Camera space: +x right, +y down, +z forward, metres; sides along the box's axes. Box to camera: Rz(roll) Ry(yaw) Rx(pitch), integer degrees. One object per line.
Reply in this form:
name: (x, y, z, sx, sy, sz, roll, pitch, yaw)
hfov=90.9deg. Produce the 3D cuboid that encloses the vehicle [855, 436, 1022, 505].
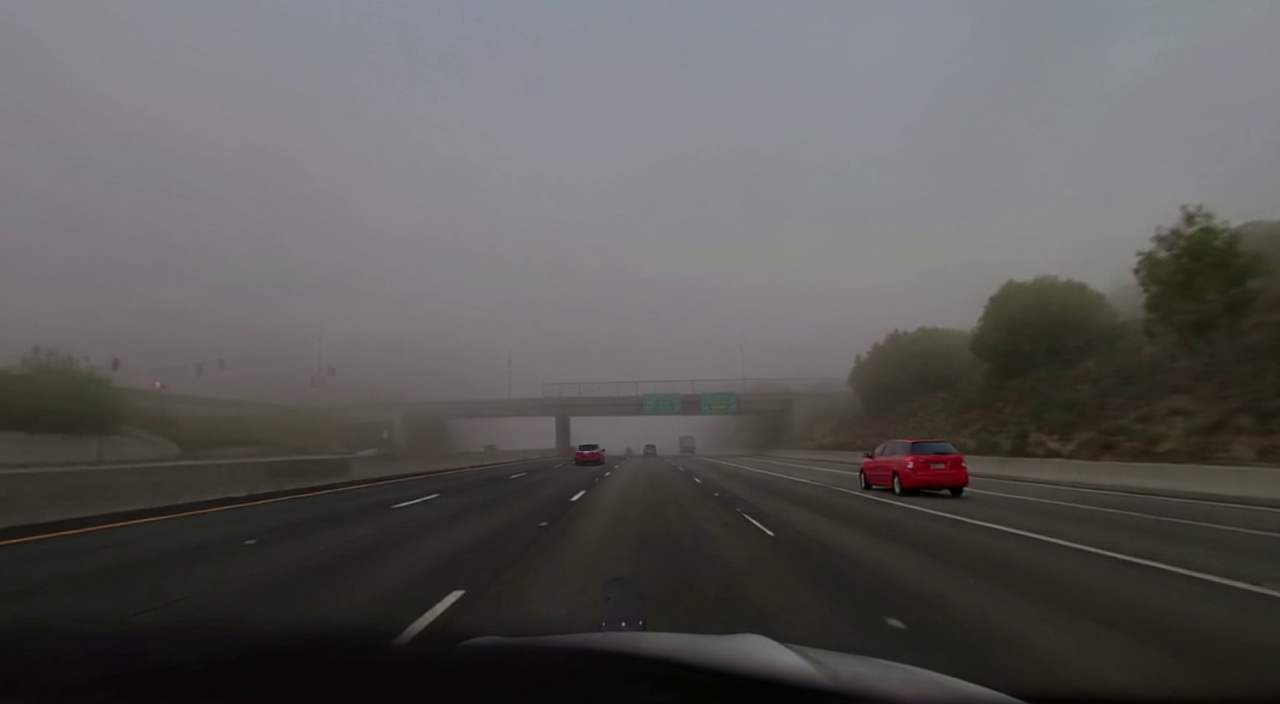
vehicle: (7.157, 2.871, 15.792, 1.914, 1.465, 4.574, 0, -8, 0)

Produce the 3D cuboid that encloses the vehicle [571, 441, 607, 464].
vehicle: (-3.629, 7.258, 45.579, 2.085, 1.533, 4.861, 0, -8, 1)
